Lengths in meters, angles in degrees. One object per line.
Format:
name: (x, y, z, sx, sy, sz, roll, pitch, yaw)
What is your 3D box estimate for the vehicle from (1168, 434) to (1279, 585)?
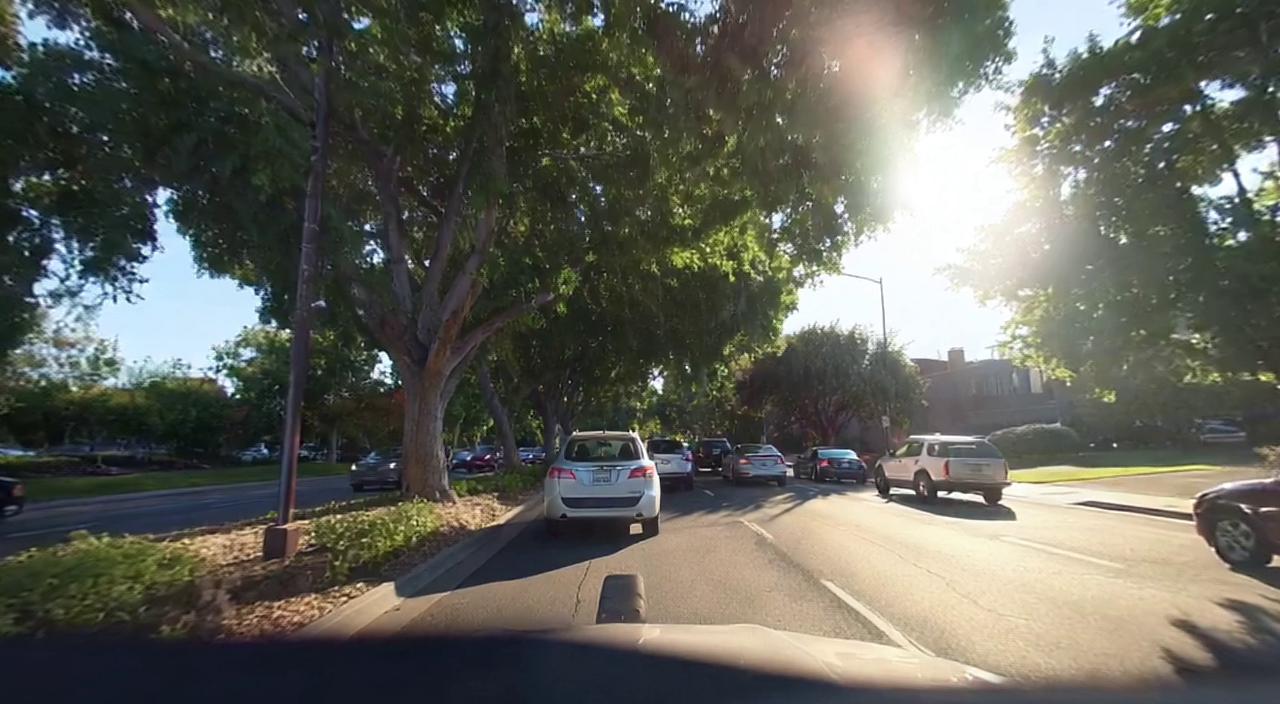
vehicle: (7.417, 1.419, 5.217, 1.995, 1.517, 5.006, -1, -8, 3)

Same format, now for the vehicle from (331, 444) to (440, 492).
vehicle: (-8.851, 4.049, 22.495, 1.938, 1.513, 4.593, 0, -8, 1)

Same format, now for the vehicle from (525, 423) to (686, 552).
vehicle: (-0.523, 2.049, 10.200, 2.106, 1.655, 3.717, 0, -8, -2)

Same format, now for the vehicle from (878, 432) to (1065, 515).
vehicle: (7.724, 2.852, 15.353, 2.168, 1.709, 4.289, 0, -8, 0)

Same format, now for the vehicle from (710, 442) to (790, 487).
vehicle: (3.898, 4.068, 23.206, 2.175, 1.477, 4.520, 0, -8, 1)

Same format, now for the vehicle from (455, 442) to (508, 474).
vehicle: (-8.887, 5.975, 35.762, 1.920, 1.663, 4.036, 0, -8, 1)

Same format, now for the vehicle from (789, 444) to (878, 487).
vehicle: (7.161, 4.228, 23.924, 1.977, 1.485, 4.308, 0, -8, 0)
